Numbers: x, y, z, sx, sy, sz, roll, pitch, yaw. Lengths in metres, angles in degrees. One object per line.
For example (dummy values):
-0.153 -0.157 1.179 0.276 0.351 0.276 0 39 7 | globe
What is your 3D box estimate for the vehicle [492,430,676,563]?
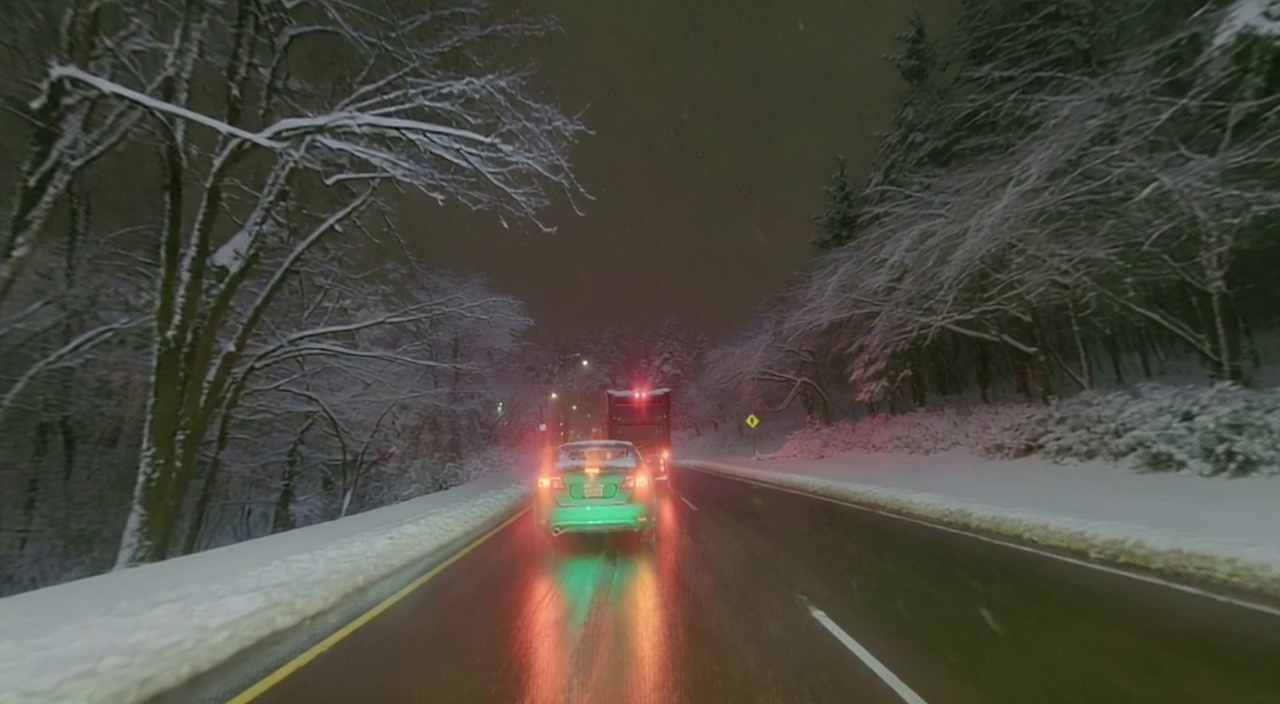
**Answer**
-0.620 1.943 9.211 2.076 1.490 4.078 0 -9 0 | vehicle
